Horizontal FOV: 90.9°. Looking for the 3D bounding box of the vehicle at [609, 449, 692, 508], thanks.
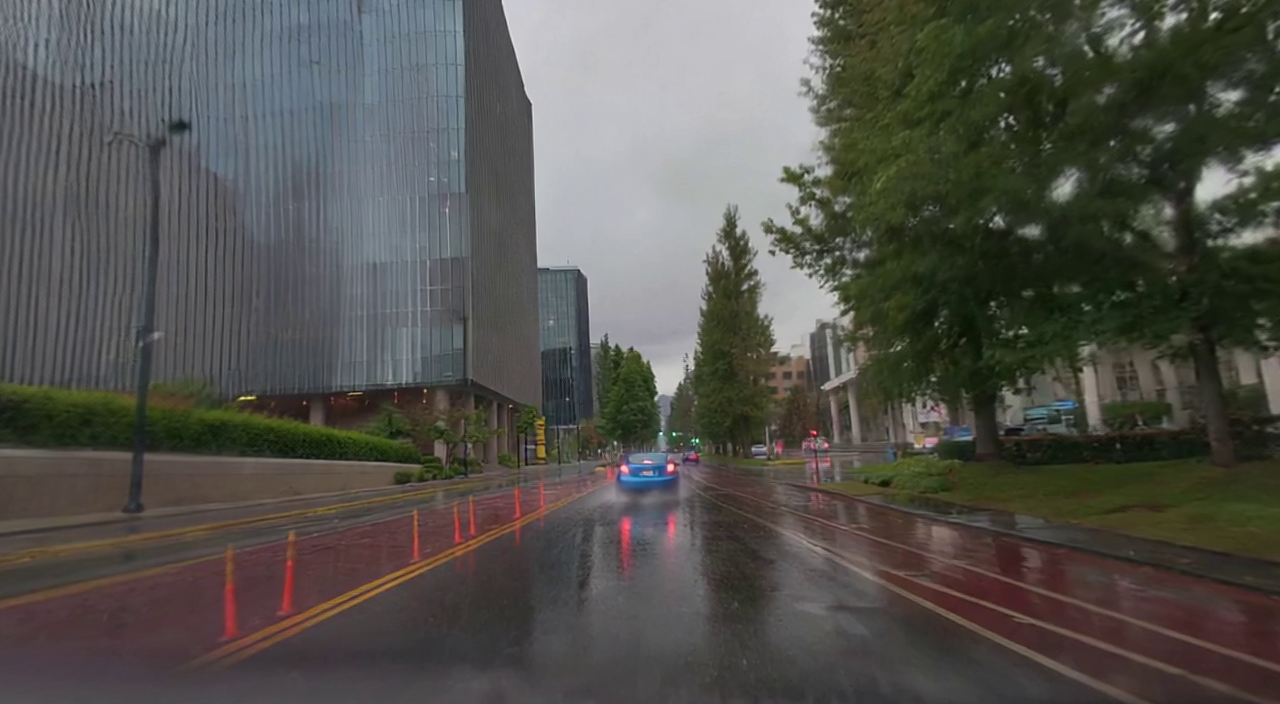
[{"bbox_3d":[0.220,3.490,17.833,2.063,1.442,4.135,0,-9,-1],"label":"vehicle"}]
